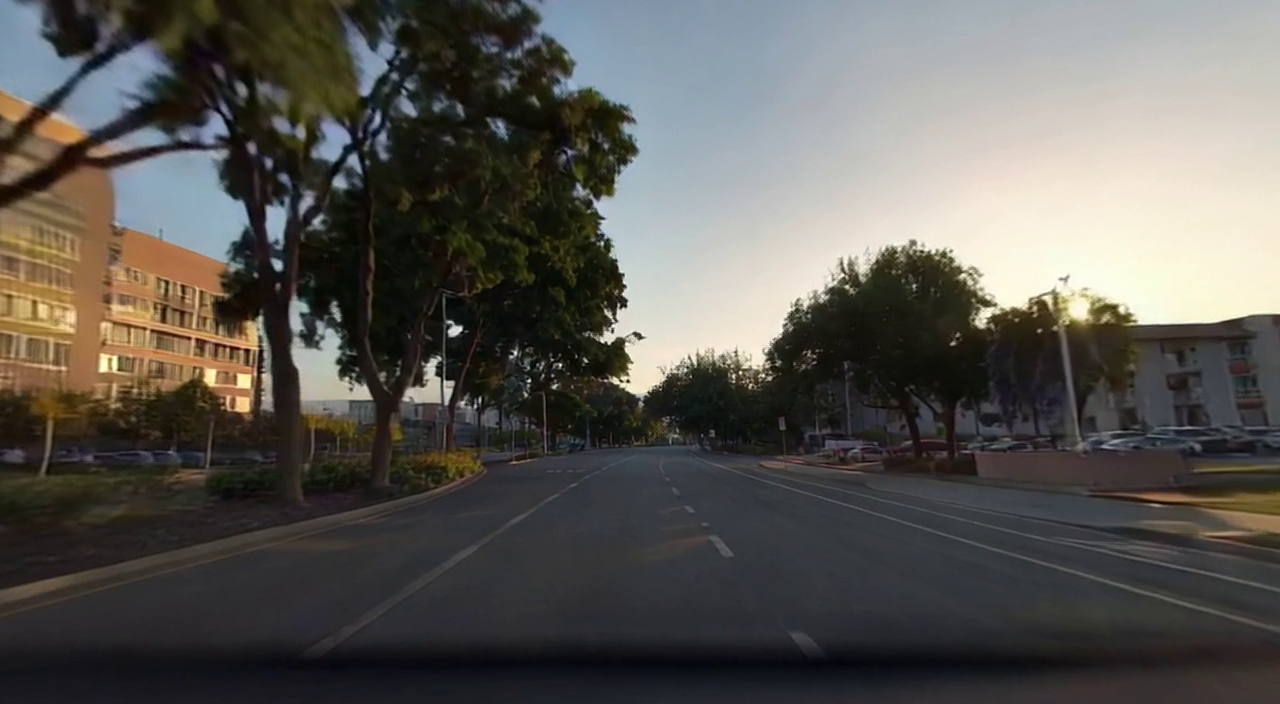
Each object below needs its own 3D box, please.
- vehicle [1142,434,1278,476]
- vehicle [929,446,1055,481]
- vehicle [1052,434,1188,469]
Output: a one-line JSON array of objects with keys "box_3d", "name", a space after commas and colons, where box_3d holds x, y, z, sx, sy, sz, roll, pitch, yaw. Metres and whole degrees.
[{"box_3d": [27.500, 4.963, 30.484, 4.627, 1.659, 1.882, -3, -7, 0], "name": "vehicle"}, {"box_3d": [15.395, 4.902, 27.718, 4.331, 1.469, 2.008, 0, -9, 2], "name": "vehicle"}, {"box_3d": [26.927, 5.604, 35.492, 5.663, 1.895, 2.229, -1, -9, 3], "name": "vehicle"}]
